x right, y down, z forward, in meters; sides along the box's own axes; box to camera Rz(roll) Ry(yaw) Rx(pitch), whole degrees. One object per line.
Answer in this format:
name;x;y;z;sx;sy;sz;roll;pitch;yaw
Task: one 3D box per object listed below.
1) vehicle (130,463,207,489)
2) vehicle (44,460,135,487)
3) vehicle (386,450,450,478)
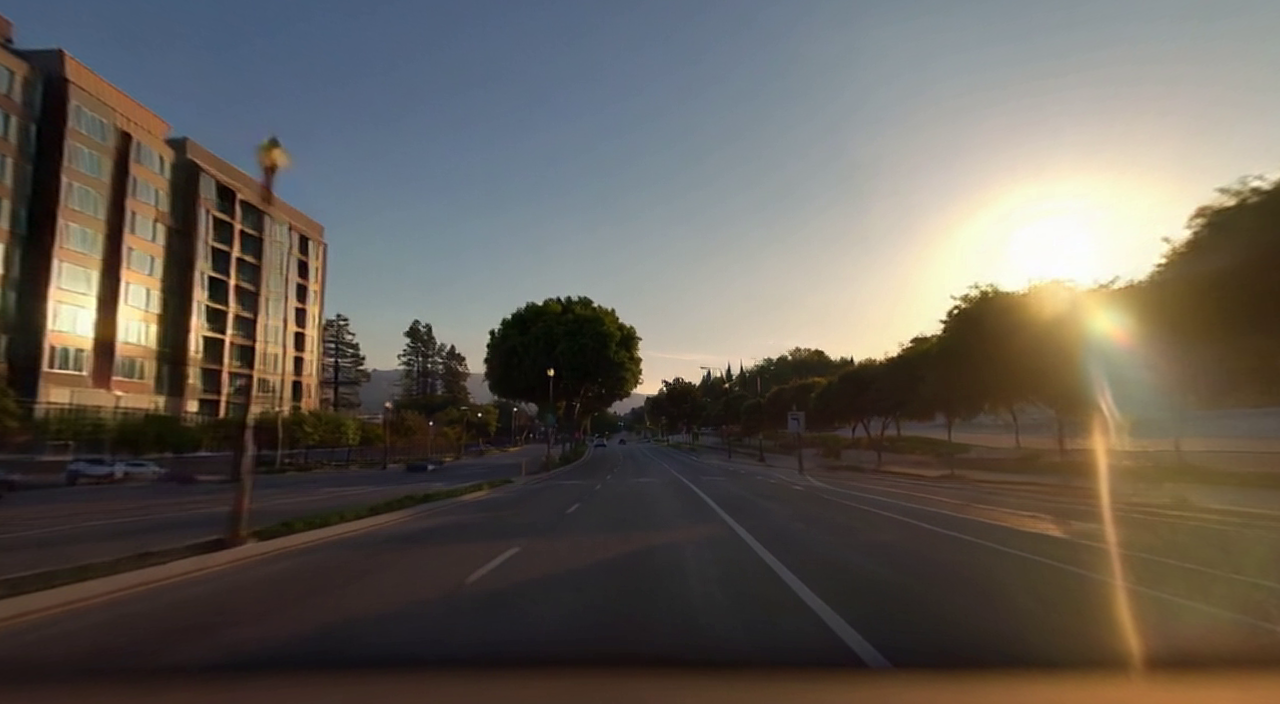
vehicle;-28.937;7.623;38.806;1.629;1.411;3.897;-1;-9;2
vehicle;-34.474;7.589;39.570;3.844;1.533;1.734;4;-10;-26
vehicle;-12.486;6.306;35.758;1.811;1.433;4.387;-1;-9;4
